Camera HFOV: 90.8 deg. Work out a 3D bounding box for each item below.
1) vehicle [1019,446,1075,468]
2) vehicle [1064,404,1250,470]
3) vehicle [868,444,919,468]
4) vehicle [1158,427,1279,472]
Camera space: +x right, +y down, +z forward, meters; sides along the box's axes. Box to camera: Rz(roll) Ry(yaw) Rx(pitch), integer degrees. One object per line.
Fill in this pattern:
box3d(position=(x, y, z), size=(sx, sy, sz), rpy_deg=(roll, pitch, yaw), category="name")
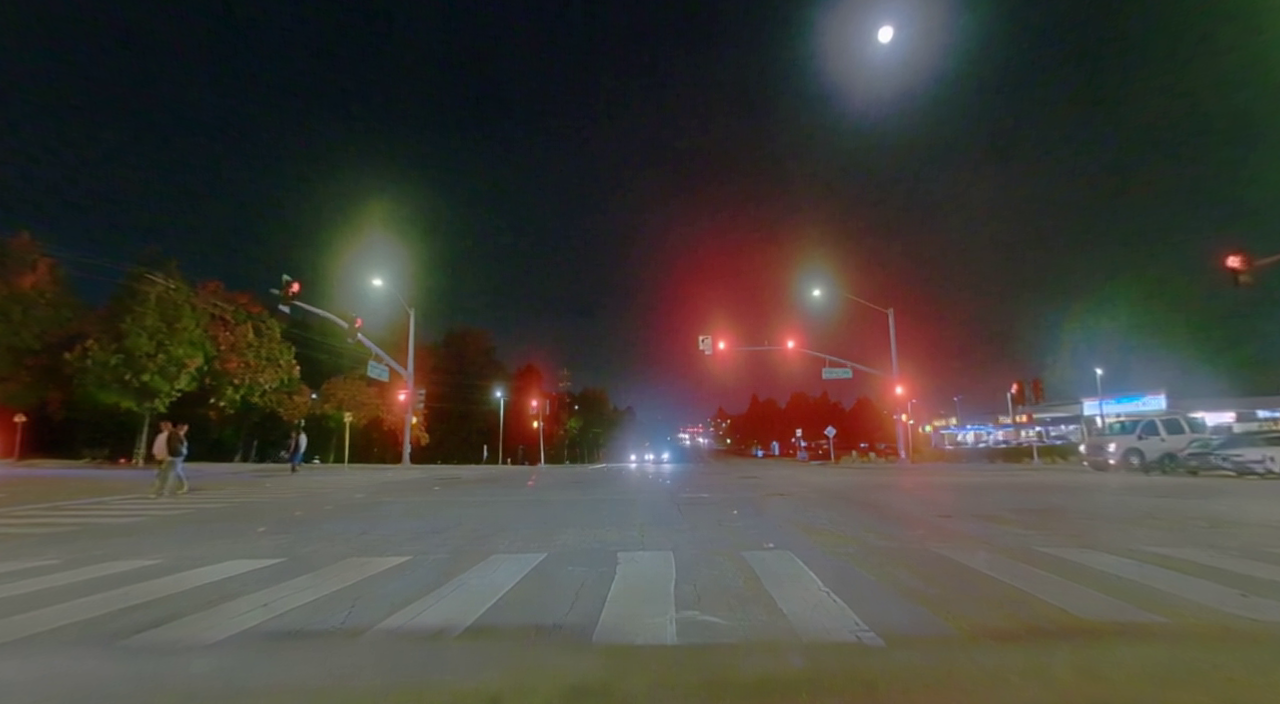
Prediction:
box3d(position=(27.682, 7.133, 43.088), size=(1.589, 1.405, 3.633), rpy_deg=(-1, -9, 5), category="vehicle")
box3d(position=(22.962, 3.832, 28.331), size=(5.855, 2.746, 2.523), rpy_deg=(-1, -9, 3), category="vehicle")
box3d(position=(17.500, 7.189, 43.766), size=(1.789, 1.557, 4.293), rpy_deg=(0, -9, 1), category="vehicle")
box3d(position=(21.272, 3.377, 21.964), size=(4.740, 1.464, 1.876), rpy_deg=(-1, -9, 3), category="vehicle")
